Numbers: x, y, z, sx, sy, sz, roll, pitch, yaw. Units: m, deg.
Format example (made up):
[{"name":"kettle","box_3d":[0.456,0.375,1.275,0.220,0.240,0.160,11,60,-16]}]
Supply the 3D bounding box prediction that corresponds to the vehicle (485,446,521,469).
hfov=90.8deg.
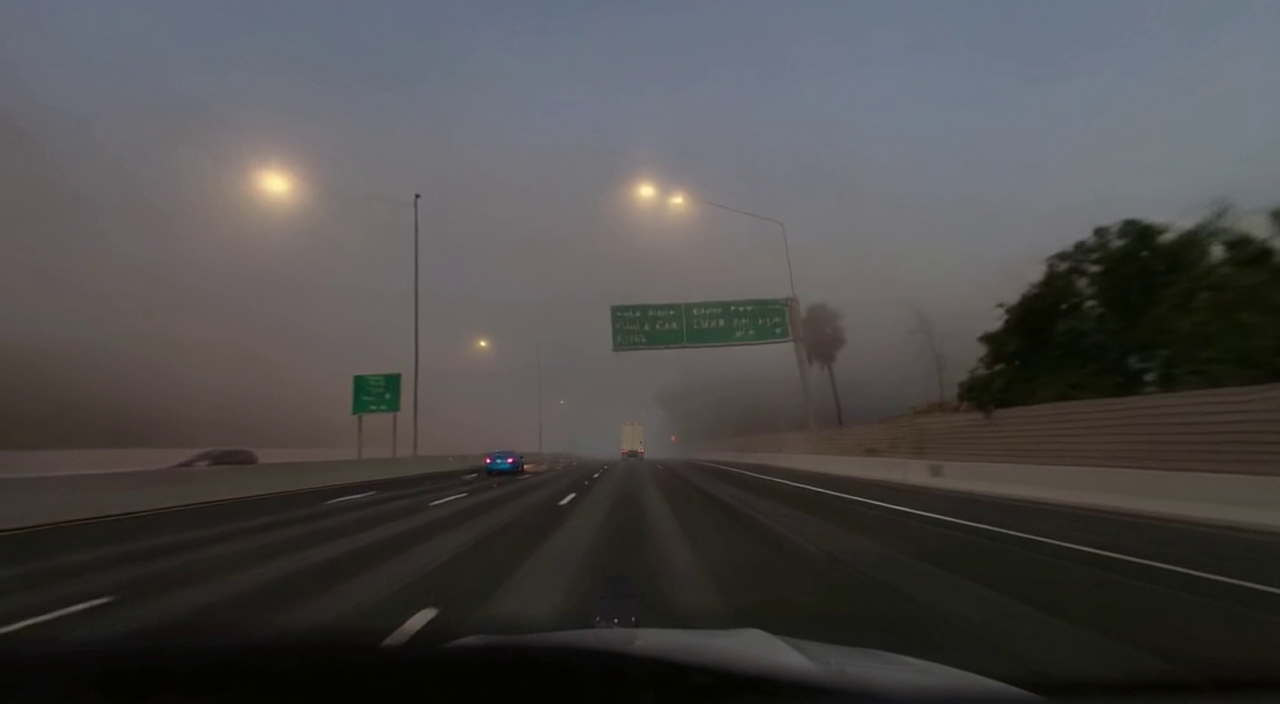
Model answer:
[{"name":"vehicle","box_3d":[-10.594,8.180,49.153,1.897,1.653,4.113,0,-9,0]}]

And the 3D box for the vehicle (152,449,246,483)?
[{"name":"vehicle","box_3d":[-22.850,5.883,32.947,1.894,1.619,4.181,0,-9,-1]}]
